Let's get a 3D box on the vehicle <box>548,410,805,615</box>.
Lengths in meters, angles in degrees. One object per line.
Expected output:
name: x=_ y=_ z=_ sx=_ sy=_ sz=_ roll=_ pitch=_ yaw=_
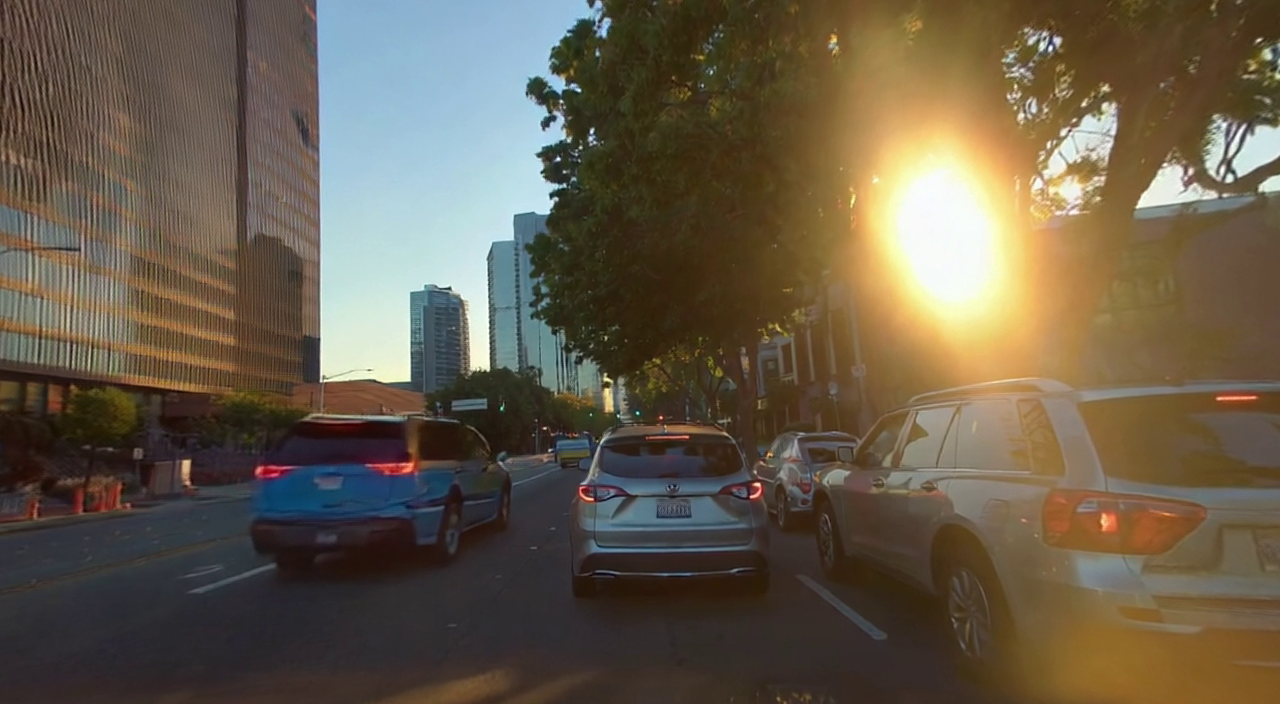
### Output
vehicle: x=0.232 y=1.550 z=6.876 sx=2.045 sy=1.608 sz=3.573 roll=0 pitch=-9 yaw=-2

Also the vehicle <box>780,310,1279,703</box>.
vehicle: x=2.745 y=1.102 z=4.906 sx=2.117 sy=1.855 sz=4.794 roll=0 pitch=-9 yaw=-1

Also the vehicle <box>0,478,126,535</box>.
vehicle: x=-22.642 y=5.767 z=24.036 sx=1.975 sy=1.698 sz=4.715 roll=0 pitch=-9 yaw=2

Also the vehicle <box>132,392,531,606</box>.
vehicle: x=-3.179 y=1.693 z=8.361 sx=2.375 sy=1.847 sz=5.606 roll=0 pitch=-9 yaw=1
